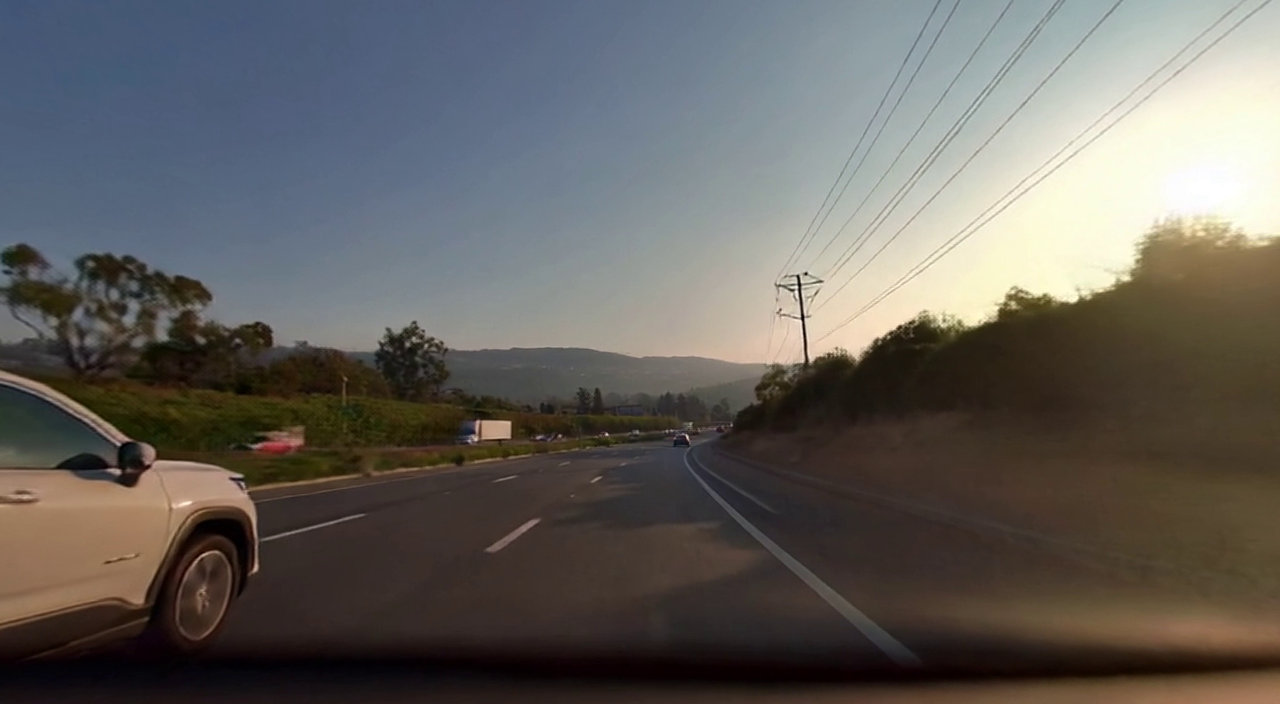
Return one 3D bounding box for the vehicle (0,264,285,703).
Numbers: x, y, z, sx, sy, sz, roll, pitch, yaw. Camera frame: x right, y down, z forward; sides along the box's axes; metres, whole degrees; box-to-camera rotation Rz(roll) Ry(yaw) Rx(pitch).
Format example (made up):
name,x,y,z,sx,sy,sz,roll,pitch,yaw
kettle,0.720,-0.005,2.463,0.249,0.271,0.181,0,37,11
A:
name,x,y,z,sx,sy,sz,roll,pitch,yaw
vehicle,-3.484,0.561,1.646,2.136,1.975,5.037,0,-8,0
